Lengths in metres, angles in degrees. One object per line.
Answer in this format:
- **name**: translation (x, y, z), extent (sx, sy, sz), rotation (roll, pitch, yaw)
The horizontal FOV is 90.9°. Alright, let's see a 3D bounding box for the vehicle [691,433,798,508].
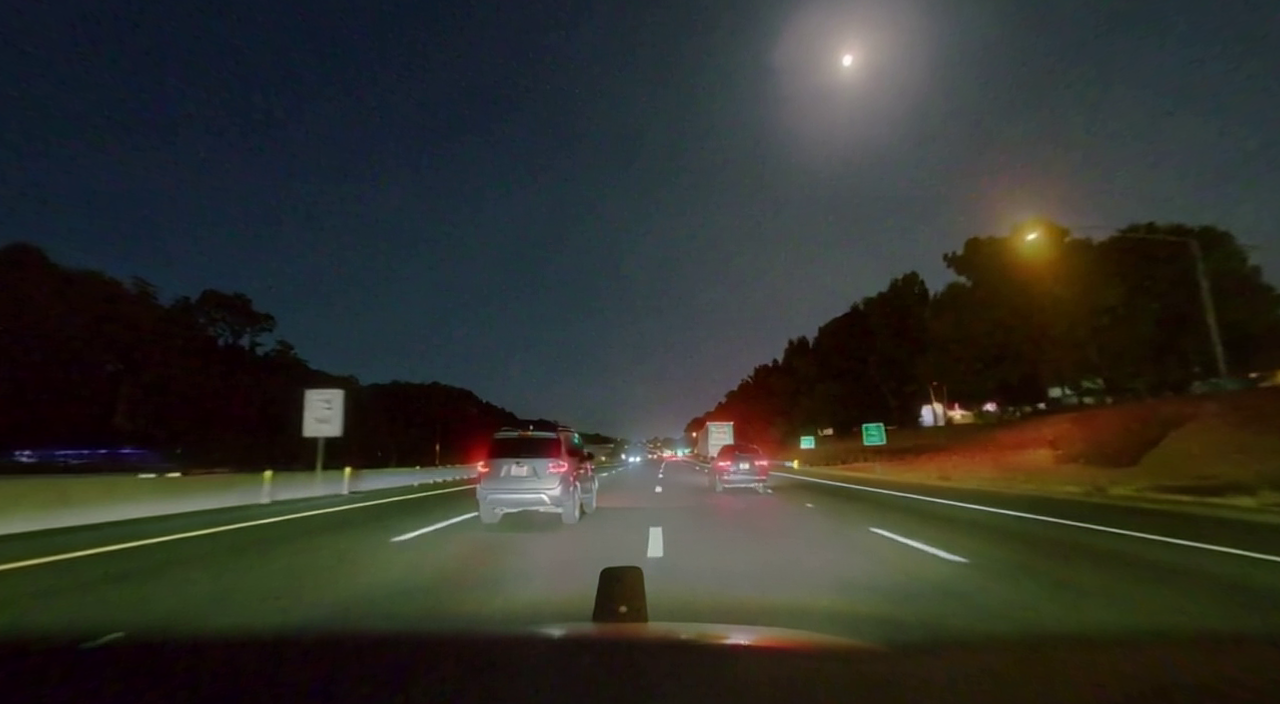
- **vehicle**: translation (2.567, 3.050, 16.660), extent (2.087, 1.682, 4.388), rotation (0, -9, 1)

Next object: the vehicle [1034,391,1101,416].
- **vehicle**: translation (33.202, 4.053, 49.095), extent (2.025, 1.658, 4.676), rotation (-3, -7, 3)

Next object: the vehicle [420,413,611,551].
- **vehicle**: translation (-1.768, 2.093, 10.750), extent (2.139, 1.804, 4.611), rotation (-1, -9, 2)
